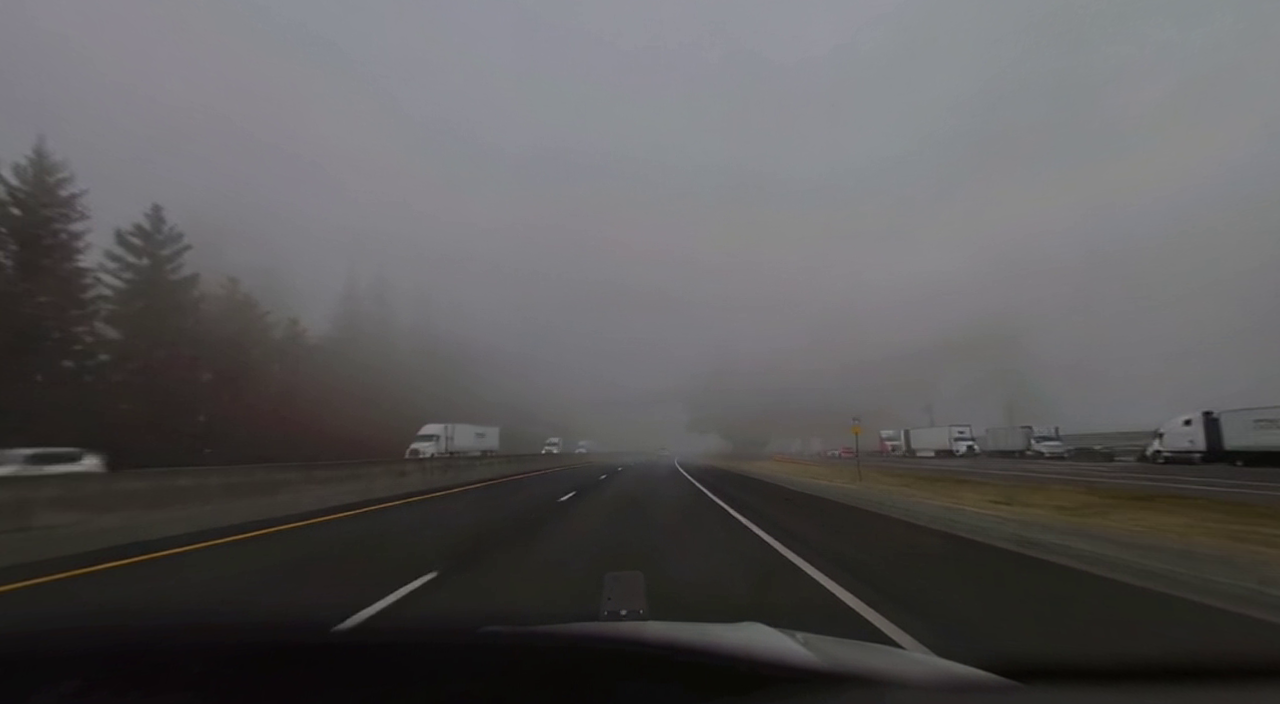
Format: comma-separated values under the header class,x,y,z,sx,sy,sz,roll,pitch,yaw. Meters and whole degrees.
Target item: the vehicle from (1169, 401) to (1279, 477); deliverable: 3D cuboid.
class,x,y,z,sx,sy,sz,roll,pitch,yaw
vehicle,36.946,4.834,35.362,2.915,4.160,14.848,-4,-10,6
